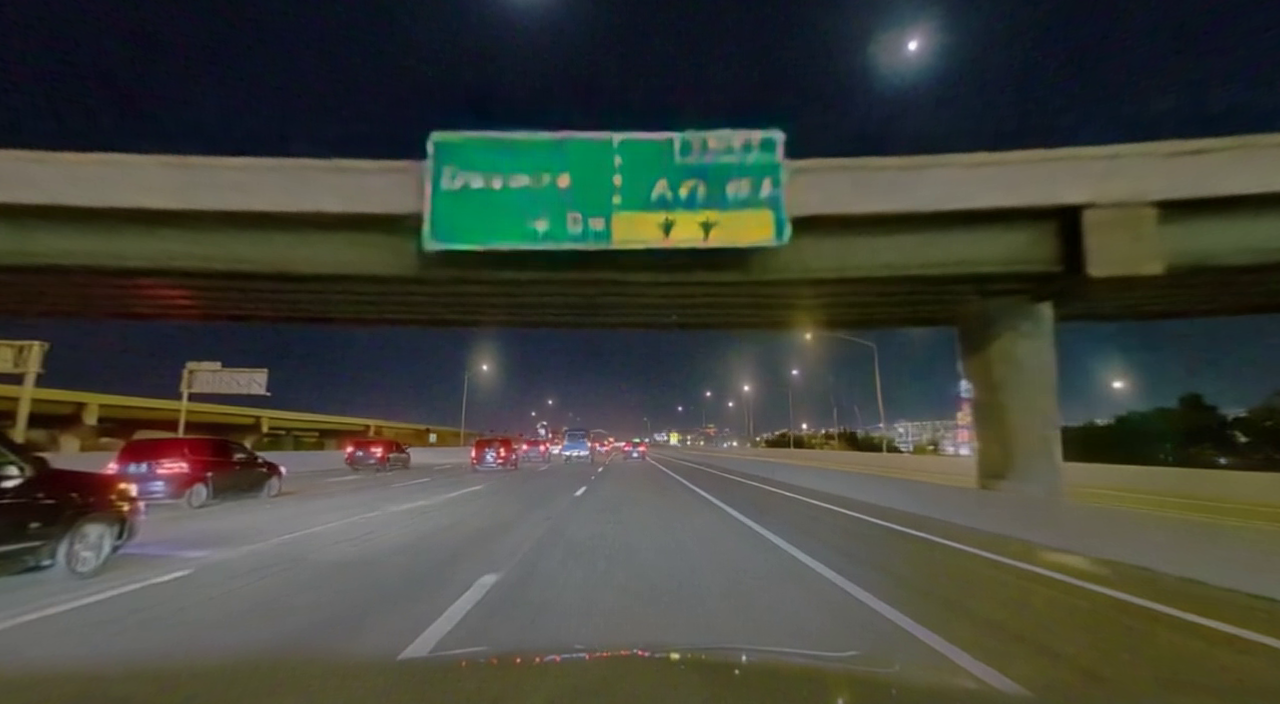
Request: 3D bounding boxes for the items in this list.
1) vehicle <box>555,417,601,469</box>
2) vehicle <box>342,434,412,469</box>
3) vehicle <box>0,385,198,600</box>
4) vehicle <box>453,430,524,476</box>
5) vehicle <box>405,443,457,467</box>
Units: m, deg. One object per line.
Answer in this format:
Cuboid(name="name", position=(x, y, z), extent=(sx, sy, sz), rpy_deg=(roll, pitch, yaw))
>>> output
Cuboid(name="vehicle", position=(-3.638, 5.517, 38.118), extent=(2.301, 2.843, 6.458), rpy_deg=(0, -8, -1))
Cuboid(name="vehicle", position=(-17.235, 6.544, 41.460), extent=(2.258, 2.139, 5.495), rpy_deg=(0, -8, -1))
Cuboid(name="vehicle", position=(-6.583, 1.095, 4.658), extent=(2.355, 1.805, 5.938), rpy_deg=(0, -8, -1))
Cuboid(name="vehicle", position=(-7.003, 4.732, 29.561), extent=(2.179, 1.948, 4.618), rpy_deg=(0, -8, 0))
Cuboid(name="vehicle", position=(-13.764, 6.808, 41.582), extent=(1.899, 1.485, 4.368), rpy_deg=(0, -8, 0))
